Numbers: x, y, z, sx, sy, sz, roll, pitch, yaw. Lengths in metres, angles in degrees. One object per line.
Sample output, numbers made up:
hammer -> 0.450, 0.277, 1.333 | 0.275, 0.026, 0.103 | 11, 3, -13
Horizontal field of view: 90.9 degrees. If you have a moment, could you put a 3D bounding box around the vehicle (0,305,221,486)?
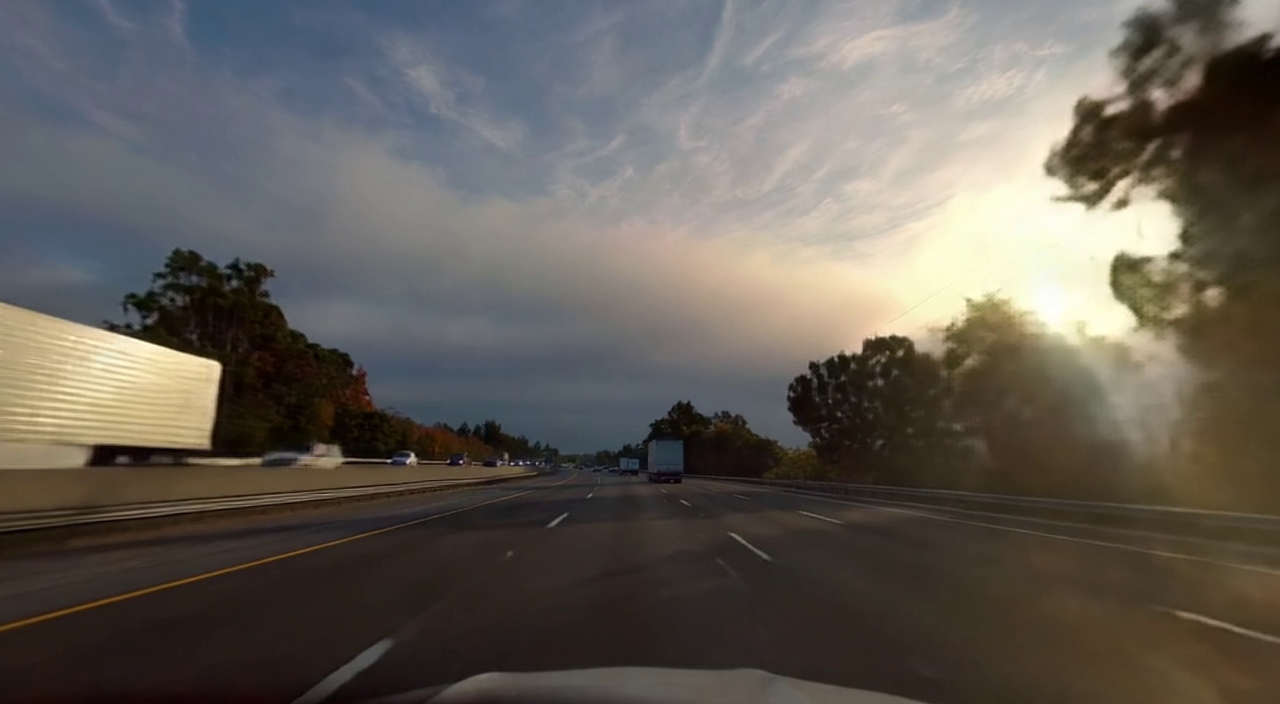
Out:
vehicle -> -15.920, 1.036, 14.611 | 2.843, 4.003, 14.134 | 1, -11, -1

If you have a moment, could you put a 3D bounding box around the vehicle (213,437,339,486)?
vehicle -> -11.874, 3.659, 20.910 | 1.850, 1.440, 3.928 | 1, -11, -1

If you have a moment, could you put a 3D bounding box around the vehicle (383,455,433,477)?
vehicle -> -16.647, 8.246, 45.461 | 1.914, 1.484, 4.634 | 1, -11, -2
